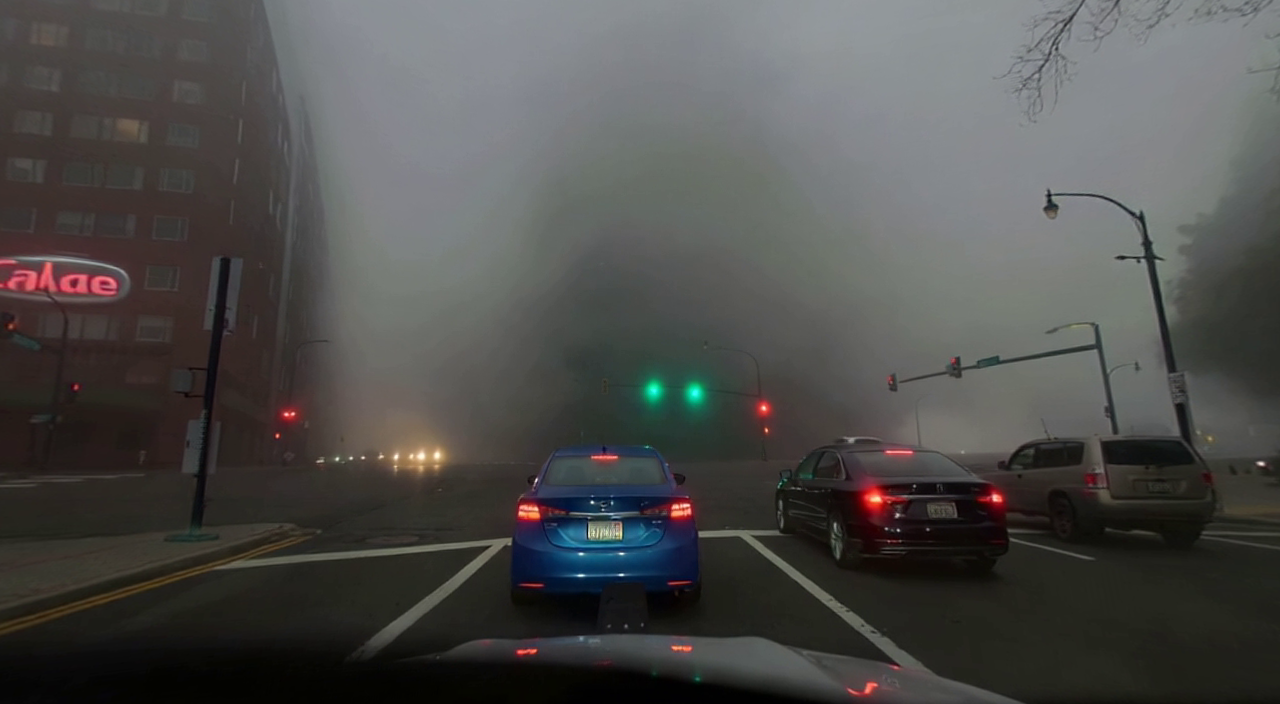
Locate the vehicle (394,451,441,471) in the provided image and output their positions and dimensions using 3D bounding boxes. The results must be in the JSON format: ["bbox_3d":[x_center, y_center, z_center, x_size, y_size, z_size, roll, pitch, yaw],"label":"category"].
[{"bbox_3d":[-17.139,8.383,48.688,2.048,1.463,4.530,0,-8,-1],"label":"vehicle"}]

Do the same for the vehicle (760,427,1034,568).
[{"bbox_3d":[3.206,1.890,8.977,2.042,1.508,4.109,0,-8,-2],"label":"vehicle"}]

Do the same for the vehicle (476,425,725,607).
[{"bbox_3d":[-0.376,1.655,7.294,2.059,1.477,3.988,0,-8,-1],"label":"vehicle"}]

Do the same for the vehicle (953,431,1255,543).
[{"bbox_3d":[7.434,2.167,10.796,1.908,1.517,4.182,0,-8,-1],"label":"vehicle"}]
